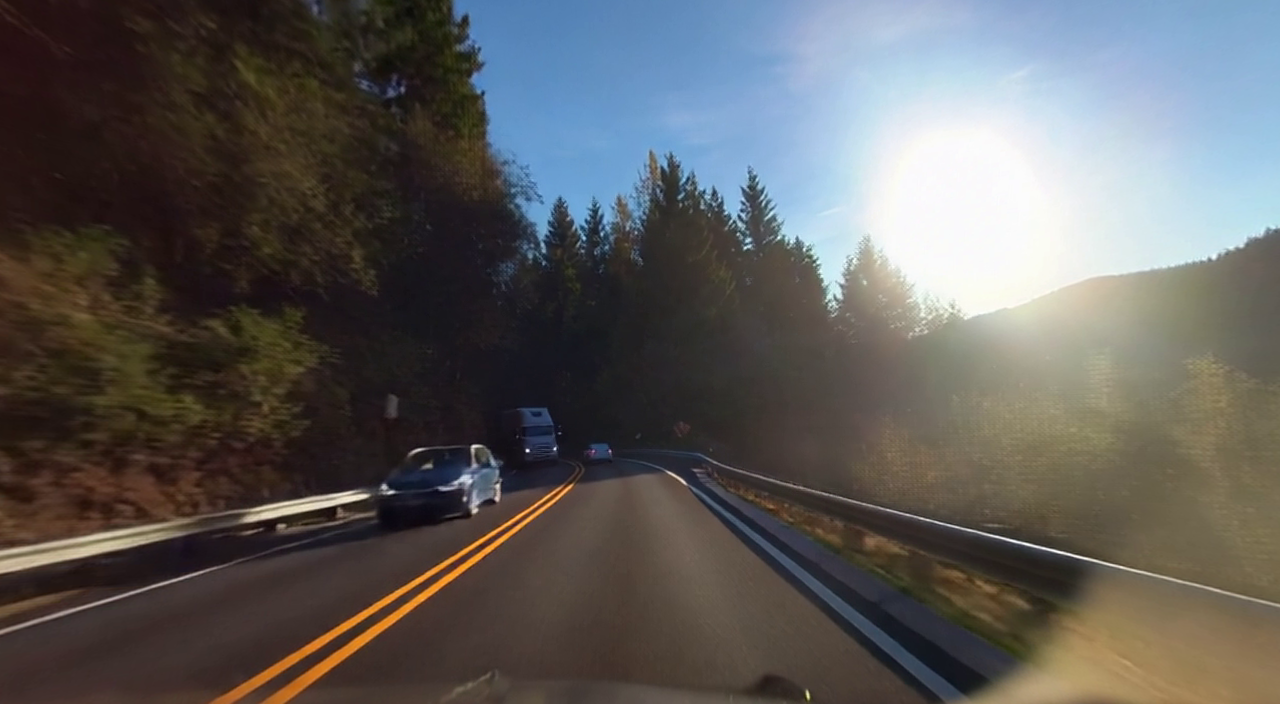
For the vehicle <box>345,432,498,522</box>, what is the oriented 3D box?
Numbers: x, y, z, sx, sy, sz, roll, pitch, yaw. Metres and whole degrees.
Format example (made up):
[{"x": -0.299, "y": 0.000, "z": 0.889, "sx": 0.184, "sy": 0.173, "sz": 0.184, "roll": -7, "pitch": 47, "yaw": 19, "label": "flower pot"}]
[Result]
[{"x": -5.138, "y": 2.976, "z": 15.701, "sx": 2.319, "sy": 1.864, "sz": 4.569, "roll": 0, "pitch": -8, "yaw": -2, "label": "vehicle"}]

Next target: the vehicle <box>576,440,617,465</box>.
[{"x": -2.908, "y": 6.560, "z": 41.349, "sx": 2.120, "sy": 1.491, "sz": 4.349, "roll": 1, "pitch": -8, "yaw": -11, "label": "vehicle"}]
